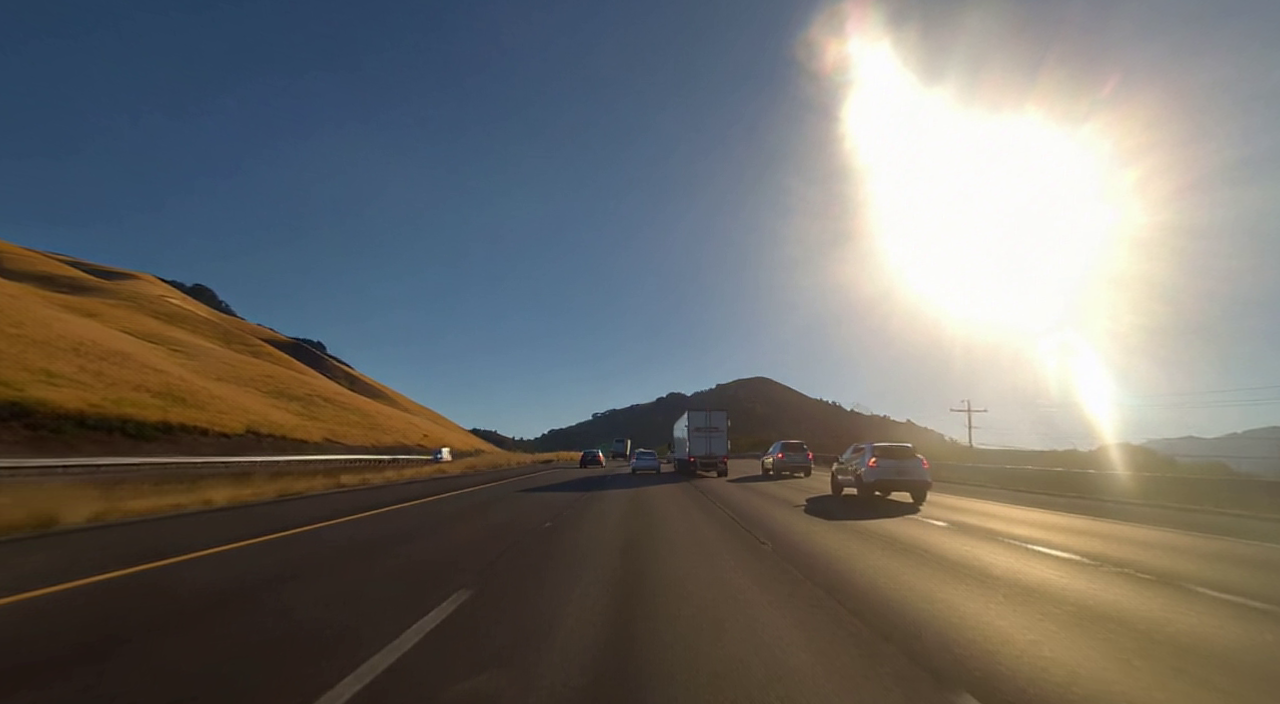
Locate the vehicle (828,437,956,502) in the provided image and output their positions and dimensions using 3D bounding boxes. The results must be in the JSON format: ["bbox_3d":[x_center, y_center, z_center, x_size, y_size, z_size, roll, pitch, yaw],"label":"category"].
[{"bbox_3d":[7.246,3.407,18.706,2.044,1.676,4.421,0,-9,1],"label":"vehicle"}]

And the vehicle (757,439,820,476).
[{"bbox_3d":[7.686,5.519,33.123,2.143,1.775,4.729,0,-9,0],"label":"vehicle"}]

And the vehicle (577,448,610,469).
[{"bbox_3d":[-3.480,8.066,47.836,2.132,1.506,4.256,0,-9,0],"label":"vehicle"}]

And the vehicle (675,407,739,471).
[{"bbox_3d":[4.122,5.798,41.593,3.130,3.607,11.129,0,-9,1],"label":"vehicle"}]

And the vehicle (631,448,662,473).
[{"bbox_3d":[0.388,6.843,40.081,1.866,1.492,3.932,0,-9,0],"label":"vehicle"}]
